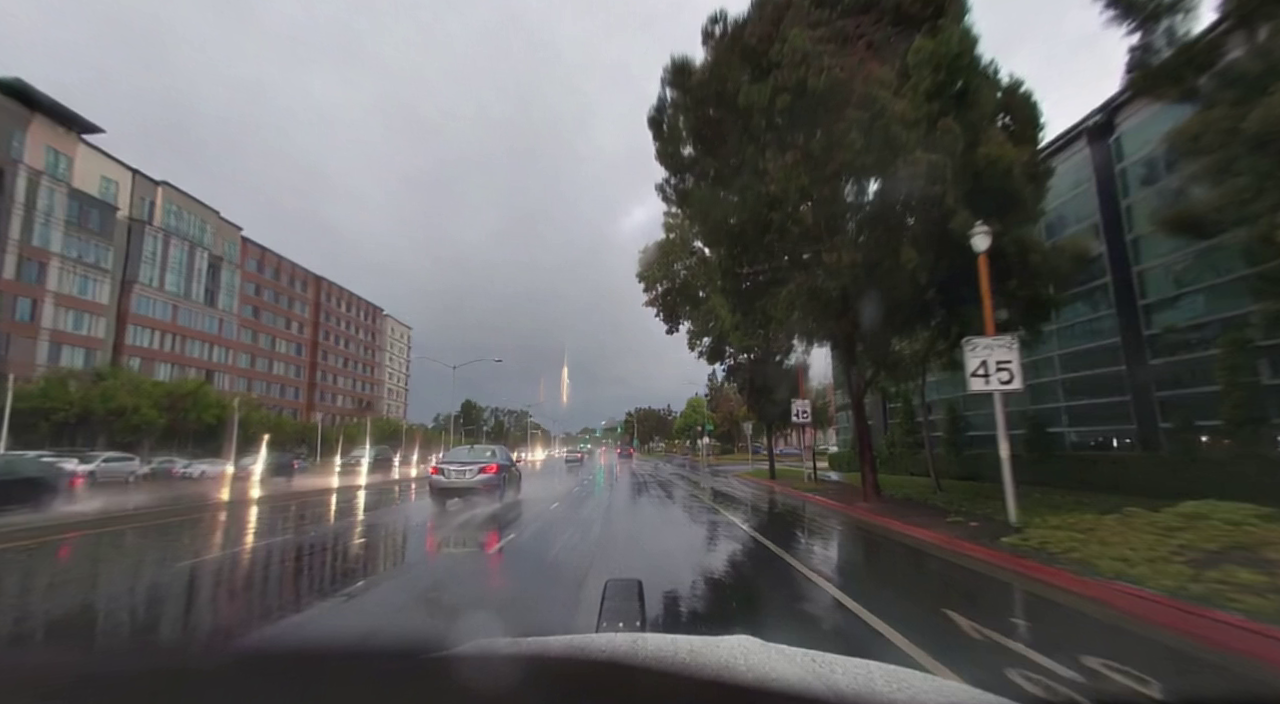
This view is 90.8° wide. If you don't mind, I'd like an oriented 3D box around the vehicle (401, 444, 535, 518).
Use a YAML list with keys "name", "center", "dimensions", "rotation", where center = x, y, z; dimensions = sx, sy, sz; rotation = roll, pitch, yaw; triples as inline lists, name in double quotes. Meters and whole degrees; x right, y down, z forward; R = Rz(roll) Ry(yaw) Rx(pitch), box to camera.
- name: "vehicle"
  center: [-3.848, 2.932, 15.001]
  dimensions: [2.025, 1.474, 4.292]
  rotation: [0, -8, -1]

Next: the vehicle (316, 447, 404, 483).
- name: "vehicle"
  center: [-13.240, 5.340, 30.249]
  dimensions: [2.123, 1.585, 4.856]
  rotation: [0, -8, -2]

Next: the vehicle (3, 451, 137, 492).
- name: "vehicle"
  center: [-32.012, 6.680, 35.847]
  dimensions: [2.226, 2.042, 5.984]
  rotation: [0, -9, -3]

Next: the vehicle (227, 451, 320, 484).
- name: "vehicle"
  center: [-19.822, 6.219, 34.453]
  dimensions: [2.098, 1.590, 4.929]
  rotation: [0, -8, 0]

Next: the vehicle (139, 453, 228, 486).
- name: "vehicle"
  center: [-27.088, 6.939, 37.704]
  dimensions: [2.022, 1.764, 4.492]
  rotation: [-1, -8, -1]
